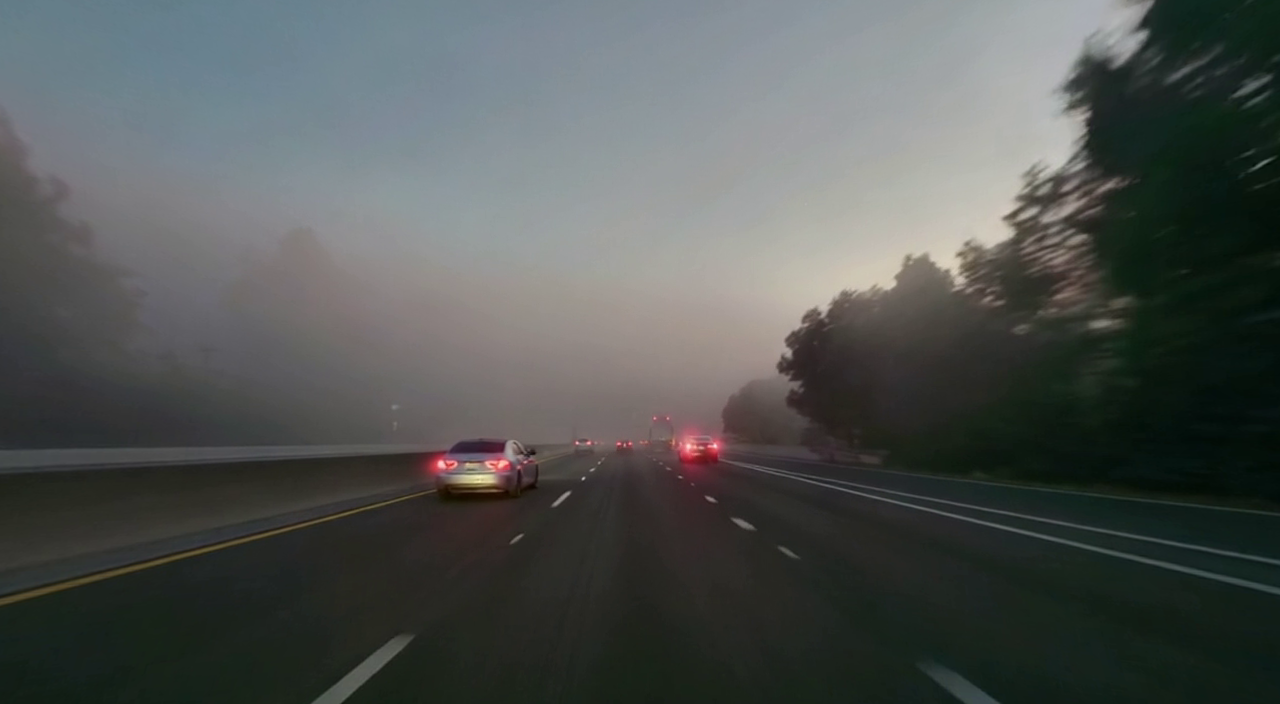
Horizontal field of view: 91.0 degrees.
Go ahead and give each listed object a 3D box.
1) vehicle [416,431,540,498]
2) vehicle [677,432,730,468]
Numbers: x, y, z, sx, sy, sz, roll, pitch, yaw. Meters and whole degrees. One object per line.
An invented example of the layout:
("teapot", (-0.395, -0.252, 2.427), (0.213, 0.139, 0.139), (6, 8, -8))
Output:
("vehicle", (-3.992, 2.846, 16.367), (2.064, 1.479, 4.370), (-1, -8, 0))
("vehicle", (3.058, 4.815, 31.145), (2.001, 1.625, 4.088), (0, -8, -2))
